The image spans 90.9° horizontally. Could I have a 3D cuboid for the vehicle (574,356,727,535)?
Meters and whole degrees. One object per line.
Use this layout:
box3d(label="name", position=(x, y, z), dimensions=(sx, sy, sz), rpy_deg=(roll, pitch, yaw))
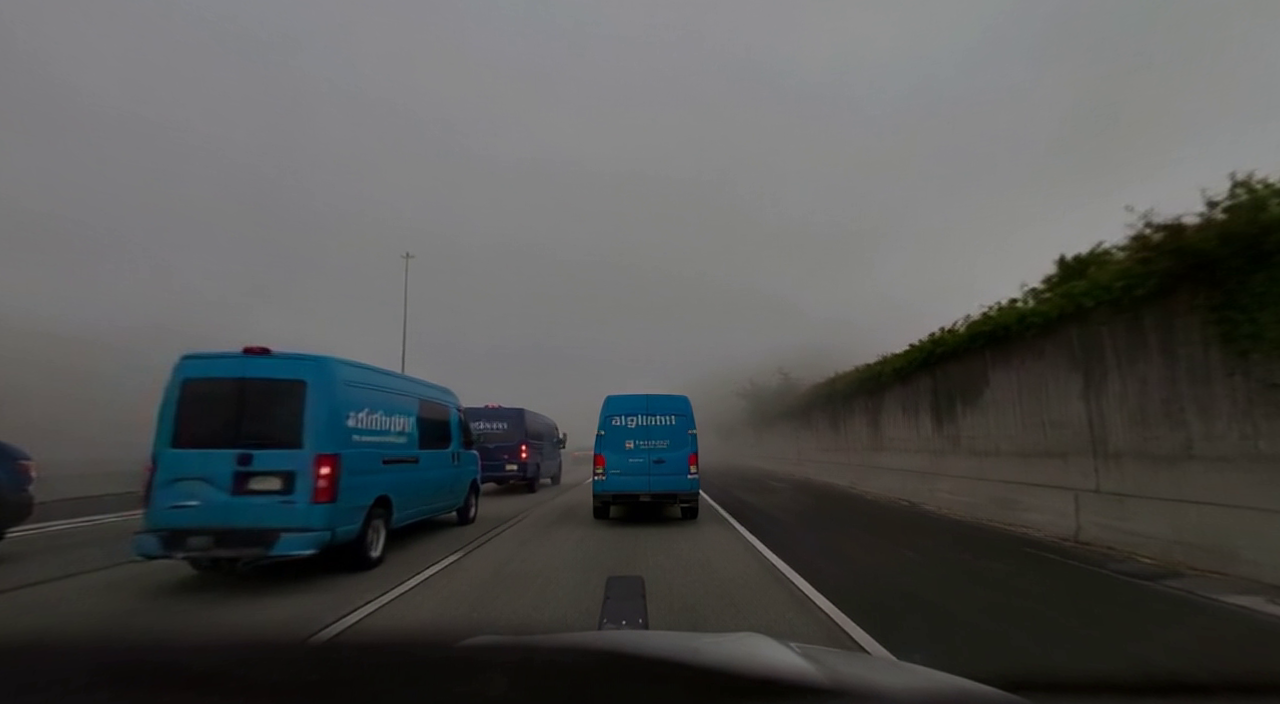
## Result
box3d(label="vehicle", position=(0.147, 1.884, 12.911), dimensions=(2.316, 2.738, 6.398), rpy_deg=(0, -9, 0))

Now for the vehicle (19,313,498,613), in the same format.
box3d(label="vehicle", position=(-3.703, 1.280, 7.941), dimensions=(2.729, 2.439, 5.418), rpy_deg=(0, -8, -2))
